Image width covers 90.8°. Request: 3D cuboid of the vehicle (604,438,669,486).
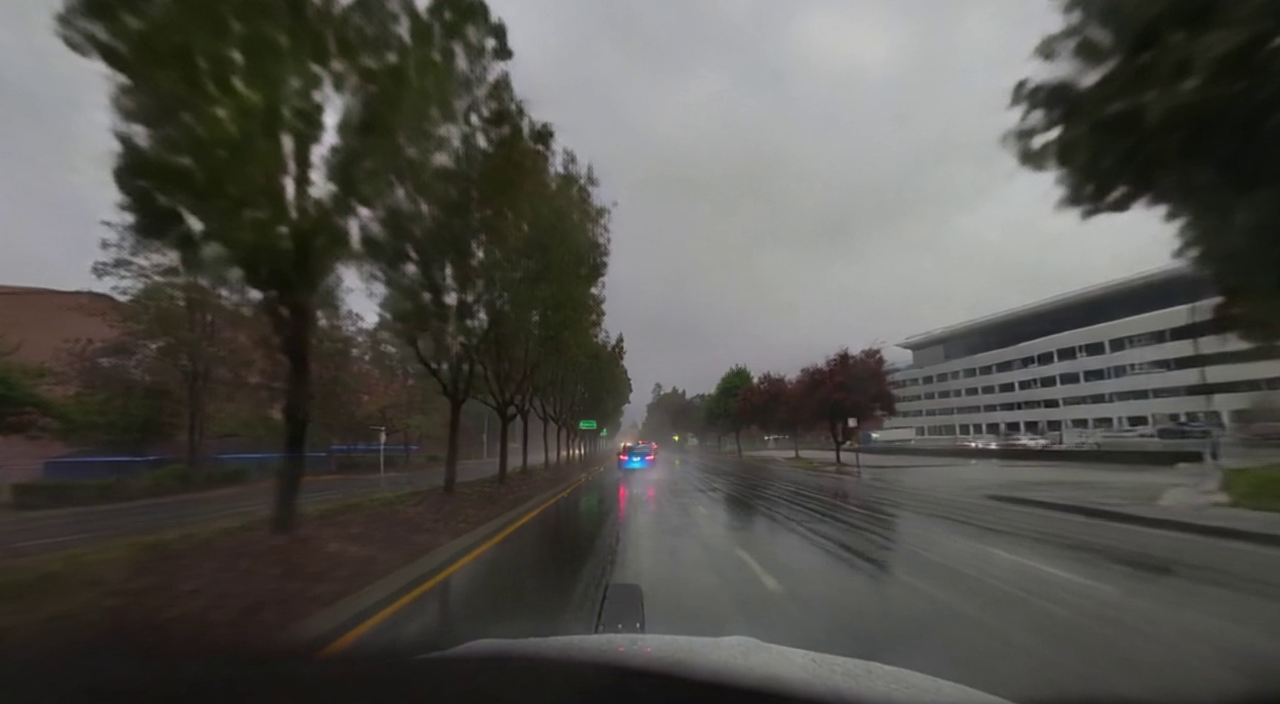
[{"bbox_3d":[-0.127,3.807,22.246,2.042,1.479,4.601,0,-8,0],"label":"vehicle"}]
